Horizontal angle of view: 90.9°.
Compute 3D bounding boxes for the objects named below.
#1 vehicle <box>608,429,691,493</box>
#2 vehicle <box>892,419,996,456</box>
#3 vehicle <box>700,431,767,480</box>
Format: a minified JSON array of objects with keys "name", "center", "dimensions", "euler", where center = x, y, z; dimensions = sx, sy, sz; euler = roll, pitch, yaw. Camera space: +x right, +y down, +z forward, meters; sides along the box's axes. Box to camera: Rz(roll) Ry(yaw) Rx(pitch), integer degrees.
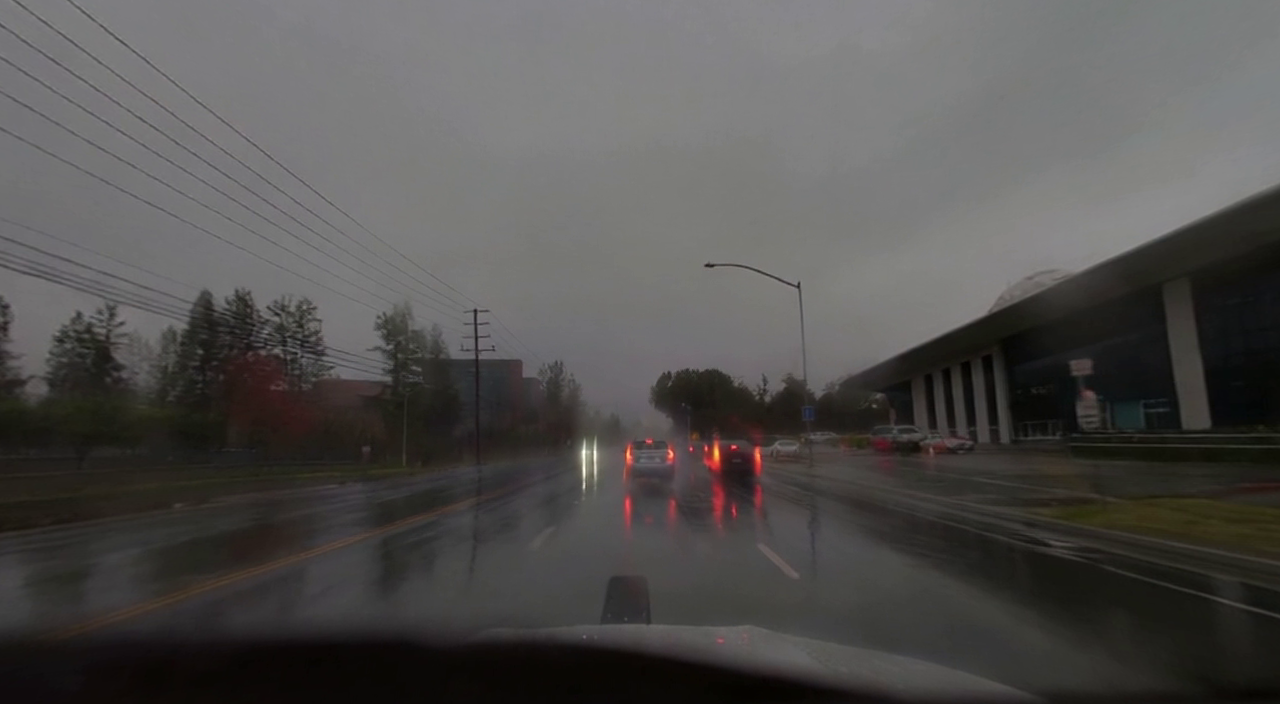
[{"name":"vehicle","center":[0.247,3.223,18.903],"dimensions":[2.200,1.653,4.127],"euler":[0,-9,0]},{"name":"vehicle","center":[15.924,4.524,33.145],"dimensions":[4.366,1.701,1.965],"euler":[-2,-9,-1]},{"name":"vehicle","center":[3.504,3.994,24.428],"dimensions":[1.914,1.698,4.049],"euler":[0,-9,-1]}]
